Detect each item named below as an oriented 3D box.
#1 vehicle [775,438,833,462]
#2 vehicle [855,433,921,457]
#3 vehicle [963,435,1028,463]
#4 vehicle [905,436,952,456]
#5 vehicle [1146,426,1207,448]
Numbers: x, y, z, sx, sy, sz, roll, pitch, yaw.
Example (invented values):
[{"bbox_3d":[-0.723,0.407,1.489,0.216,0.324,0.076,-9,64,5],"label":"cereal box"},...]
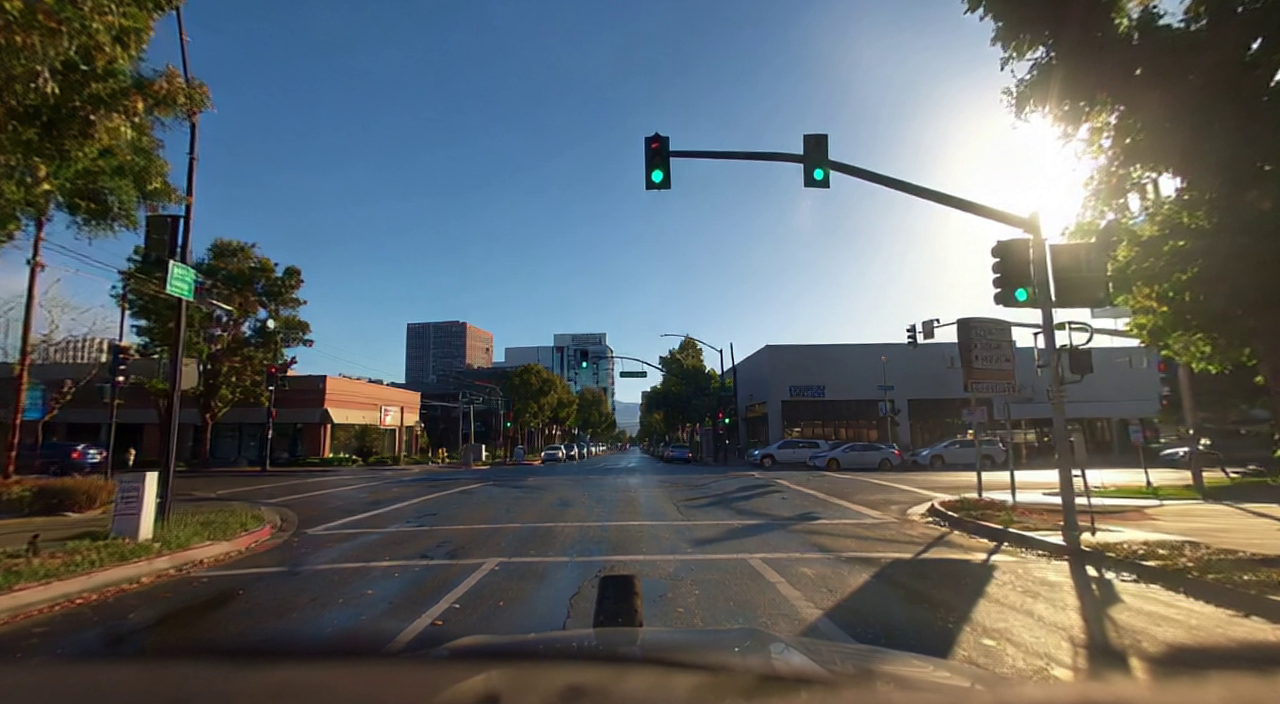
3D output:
[{"bbox_3d":[11.100,6.616,42.262,1.955,1.508,4.295,-8,-12,42],"label":"vehicle"},{"bbox_3d":[16.927,6.336,42.695,4.522,1.546,1.941,6,-11,-34],"label":"vehicle"},{"bbox_3d":[20.972,5.725,37.120,1.851,1.388,3.475,0,-5,0],"label":"vehicle"},{"bbox_3d":[21.813,7.143,47.503,1.923,1.463,3.758,-1,-9,3],"label":"vehicle"},{"bbox_3d":[41.061,6.538,48.065,1.682,1.422,3.422,3,-10,1],"label":"vehicle"}]
